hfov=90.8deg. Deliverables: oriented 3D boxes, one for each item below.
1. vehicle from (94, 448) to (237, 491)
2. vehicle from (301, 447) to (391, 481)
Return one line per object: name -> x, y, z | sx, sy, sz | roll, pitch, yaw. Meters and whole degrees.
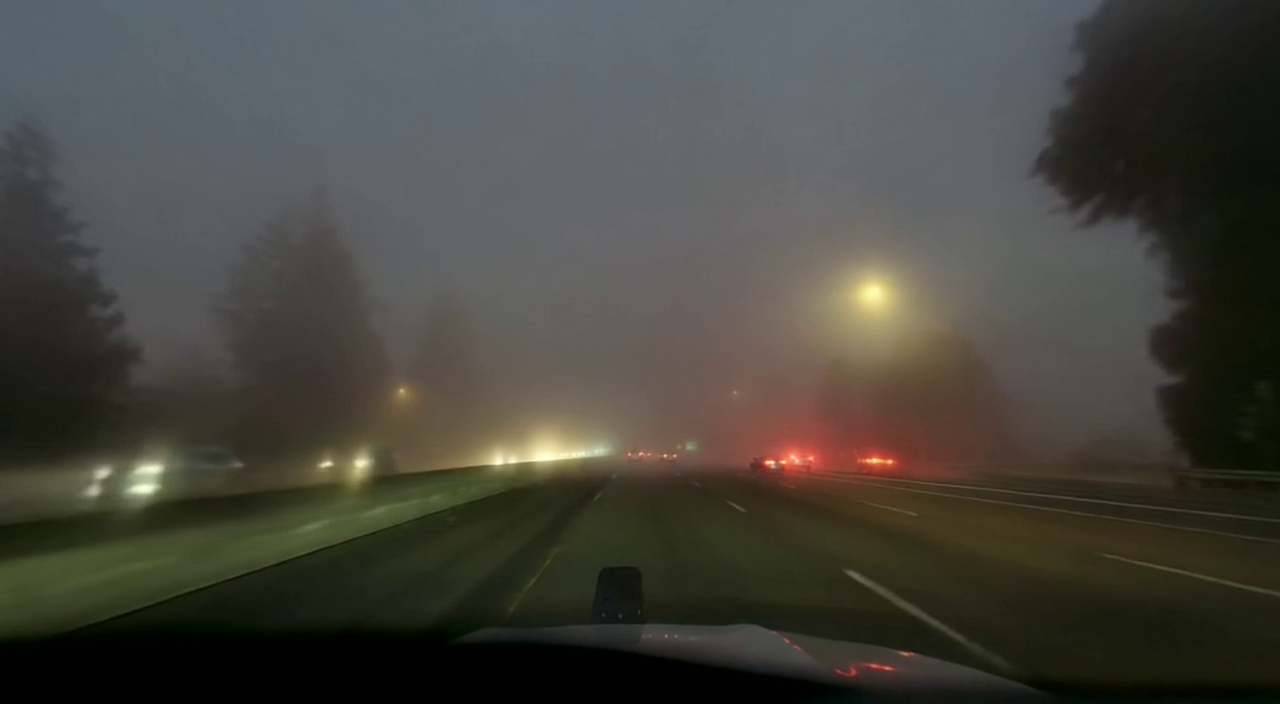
vehicle -> -17.426, 4.299, 23.543 | 1.890, 1.429, 4.410 | 0, -9, 0
vehicle -> -13.822, 5.276, 30.046 | 2.069, 1.493, 4.539 | 0, -9, 0
